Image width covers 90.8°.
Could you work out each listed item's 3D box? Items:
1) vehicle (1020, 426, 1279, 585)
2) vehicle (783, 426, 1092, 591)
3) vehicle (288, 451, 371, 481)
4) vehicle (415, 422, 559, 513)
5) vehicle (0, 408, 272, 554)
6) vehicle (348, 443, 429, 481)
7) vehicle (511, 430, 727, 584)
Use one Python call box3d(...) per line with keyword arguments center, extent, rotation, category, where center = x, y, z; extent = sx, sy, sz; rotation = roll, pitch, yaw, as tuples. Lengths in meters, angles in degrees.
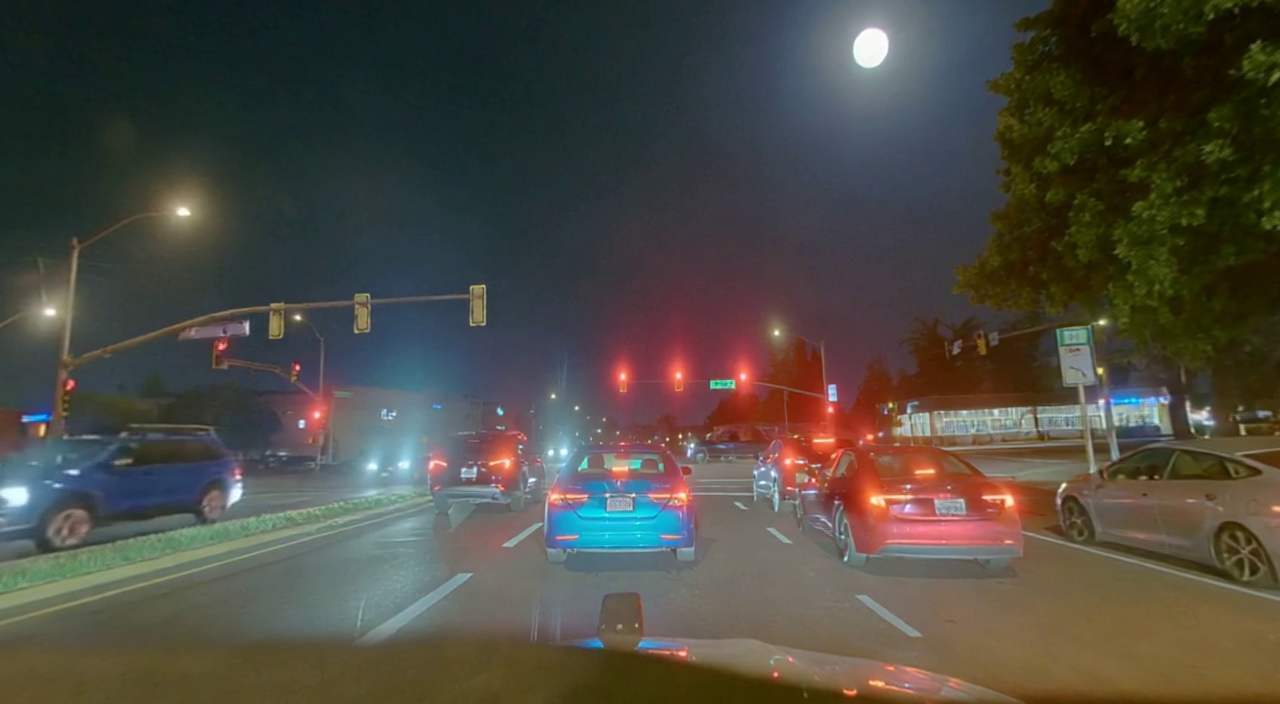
box3d(center=(7.148, 1.731, 7.824), extent=(2.004, 1.508, 4.646), rotation=(0, -8, 0), category="vehicle")
box3d(center=(3.235, 1.759, 8.001), extent=(2.020, 1.513, 4.120), rotation=(0, -8, 2), category="vehicle")
box3d(center=(-19.489, 7.120, 39.743), extent=(1.898, 1.671, 4.238), rotation=(-8, -12, 44), category="vehicle")
box3d(center=(-3.434, 2.714, 15.417), extent=(2.160, 1.823, 5.115), rotation=(0, -8, 1), category="vehicle")
box3d(center=(-8.741, 2.031, 10.661), extent=(2.140, 1.892, 4.689), rotation=(0, -8, 1), category="vehicle")
box3d(center=(-12.008, 5.240, 30.465), extent=(1.959, 1.704, 4.410), rotation=(0, -8, 2), category="vehicle")
box3d(center=(-0.181, 1.800, 8.165), extent=(2.098, 1.477, 3.897), rotation=(0, -8, 1), category="vehicle")
